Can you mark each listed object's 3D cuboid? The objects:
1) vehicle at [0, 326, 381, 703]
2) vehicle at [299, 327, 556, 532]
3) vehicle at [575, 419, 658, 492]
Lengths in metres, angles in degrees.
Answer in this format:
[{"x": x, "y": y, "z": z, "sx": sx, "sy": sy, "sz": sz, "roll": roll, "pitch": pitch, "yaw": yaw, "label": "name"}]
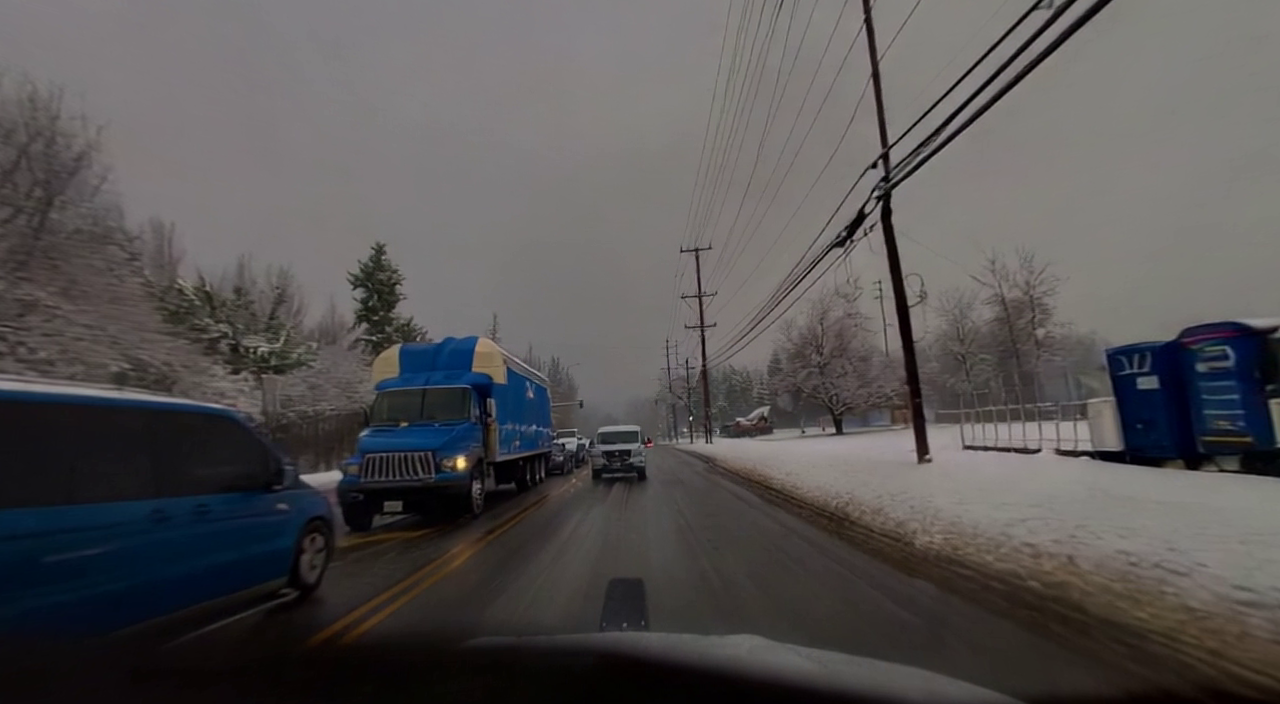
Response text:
[{"x": -3.492, "y": 0.958, "z": 3.274, "sx": 2.187, "sy": 1.821, "sz": 4.748, "roll": 0, "pitch": -8, "yaw": 1, "label": "vehicle"}, {"x": -4.067, "y": 1.847, "z": 14.574, "sx": 3.120, "sy": 3.393, "sz": 7.945, "roll": 1, "pitch": -8, "yaw": 0, "label": "vehicle"}, {"x": -0.649, "y": 2.982, "z": 18.369, "sx": 2.117, "sy": 1.861, "sz": 4.095, "roll": 0, "pitch": -8, "yaw": -1, "label": "vehicle"}]
